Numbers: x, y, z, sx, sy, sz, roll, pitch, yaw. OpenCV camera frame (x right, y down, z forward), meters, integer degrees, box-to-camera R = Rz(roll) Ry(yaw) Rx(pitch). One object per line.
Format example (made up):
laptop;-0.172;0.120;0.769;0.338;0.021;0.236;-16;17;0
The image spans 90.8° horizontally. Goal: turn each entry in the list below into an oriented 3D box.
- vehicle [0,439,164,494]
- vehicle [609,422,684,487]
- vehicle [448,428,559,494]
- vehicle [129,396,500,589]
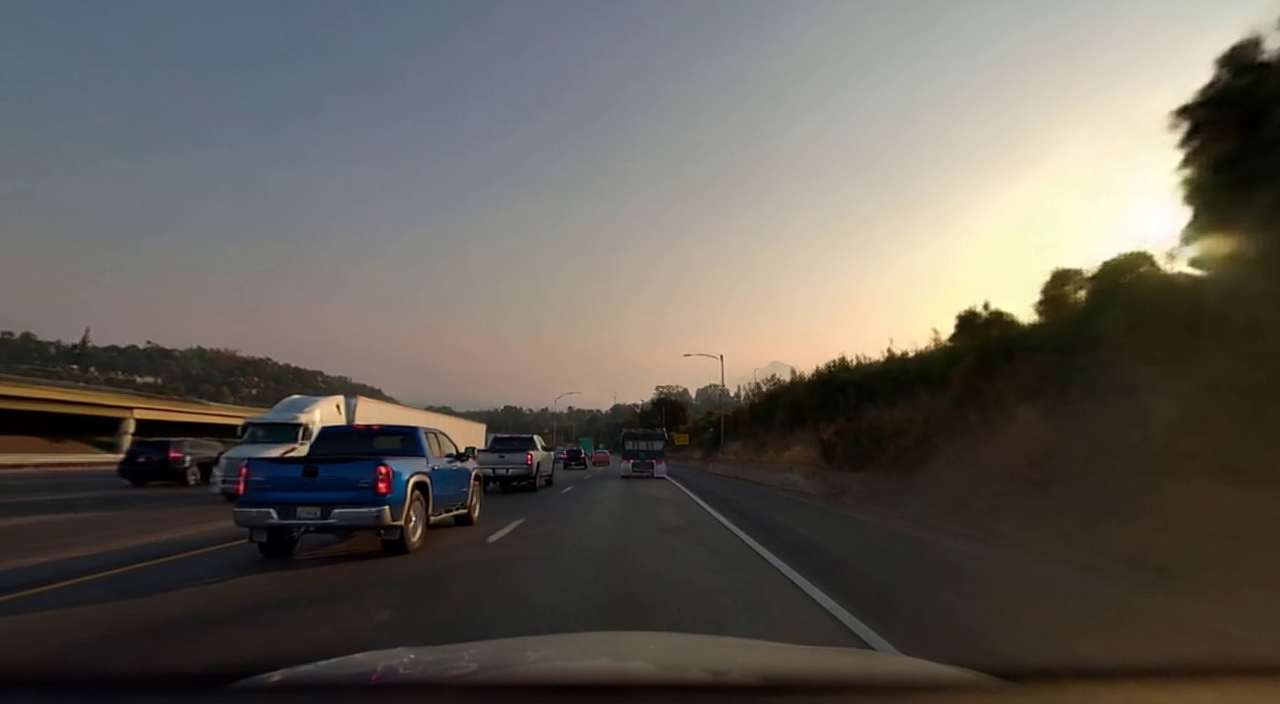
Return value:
vehicle;-18.795;3.791;21.206;1.911;1.623;4.453;-1;-9;4
vehicle;0.122;4.579;28.488;2.886;2.471;7.692;0;-9;-2
vehicle;-4.473;3.705;21.892;2.575;1.958;5.730;0;-9;0
vehicle;-3.714;1.740;8.679;2.303;1.835;5.044;0;-9;1
